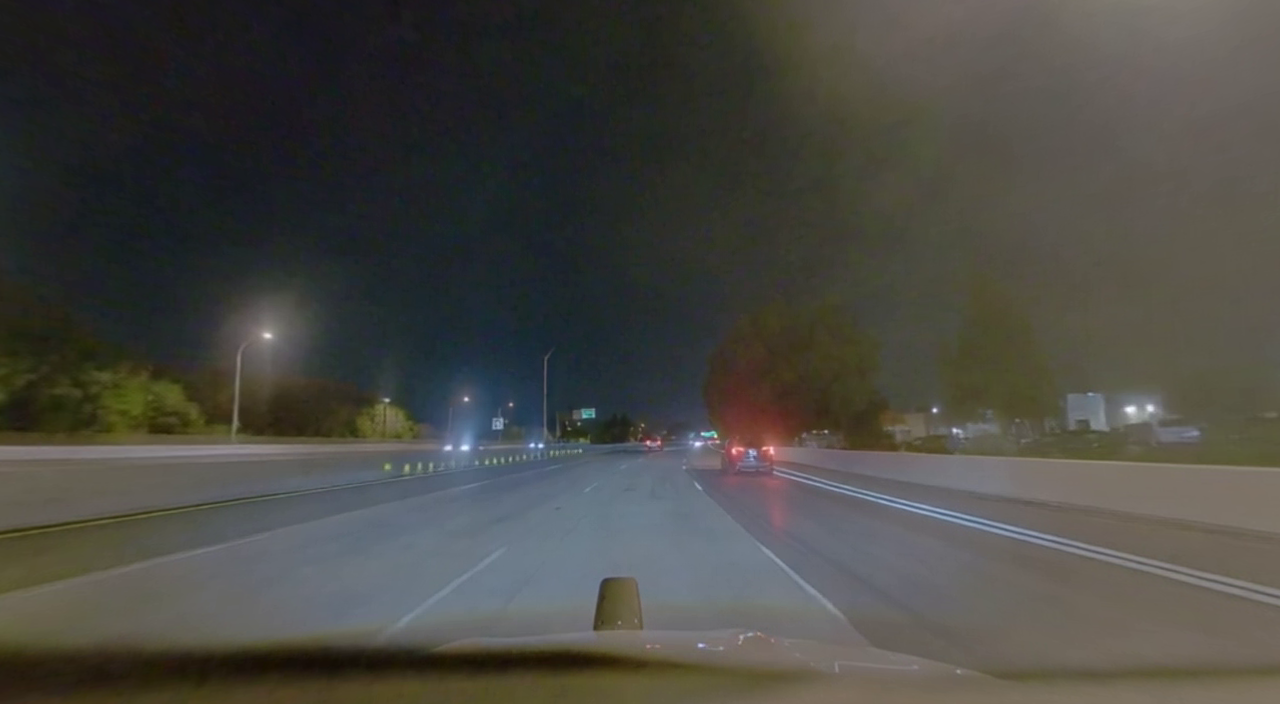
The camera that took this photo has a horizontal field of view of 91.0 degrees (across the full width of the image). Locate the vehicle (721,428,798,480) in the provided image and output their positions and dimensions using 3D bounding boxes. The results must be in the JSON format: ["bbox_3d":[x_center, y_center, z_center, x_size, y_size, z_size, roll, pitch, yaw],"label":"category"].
[{"bbox_3d":[4.287,3.750,23.284,2.090,1.715,4.228,0,-8,1],"label":"vehicle"}]

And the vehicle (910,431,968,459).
[{"bbox_3d":[20.118,6.332,42.609,1.912,1.756,4.768,0,-9,4],"label":"vehicle"}]

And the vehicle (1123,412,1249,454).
[{"bbox_3d":[29.342,4.387,34.009,4.491,1.767,2.057,-8,-9,16],"label":"vehicle"}]
